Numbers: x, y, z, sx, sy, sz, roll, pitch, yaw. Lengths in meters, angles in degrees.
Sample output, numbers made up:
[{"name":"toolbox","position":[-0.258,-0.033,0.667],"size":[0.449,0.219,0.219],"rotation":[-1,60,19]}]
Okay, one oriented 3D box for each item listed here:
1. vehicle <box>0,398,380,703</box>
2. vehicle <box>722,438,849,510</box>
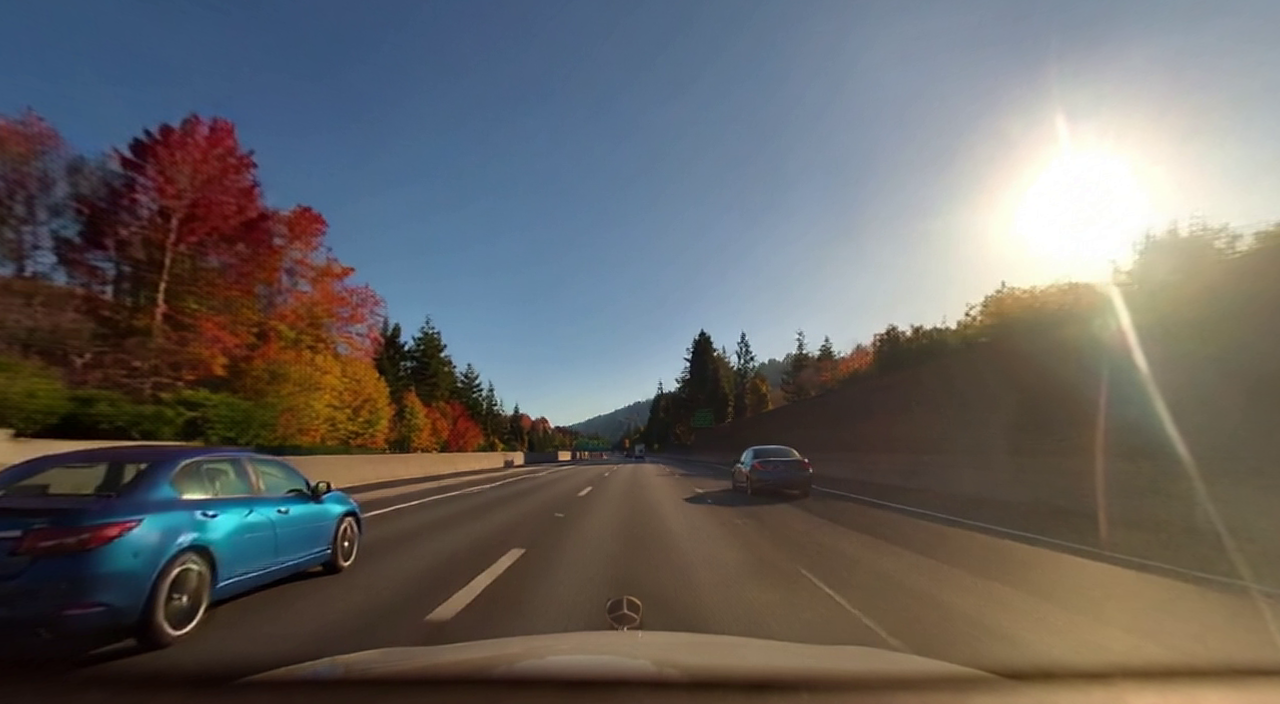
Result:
[{"name":"vehicle","position":[-3.976,1.302,4.903],"size":[2.010,1.550,4.376],"rotation":[0,-9,0]},{"name":"vehicle","position":[3.549,3.087,16.406],"size":[2.146,1.573,4.661],"rotation":[0,-9,-1]}]
